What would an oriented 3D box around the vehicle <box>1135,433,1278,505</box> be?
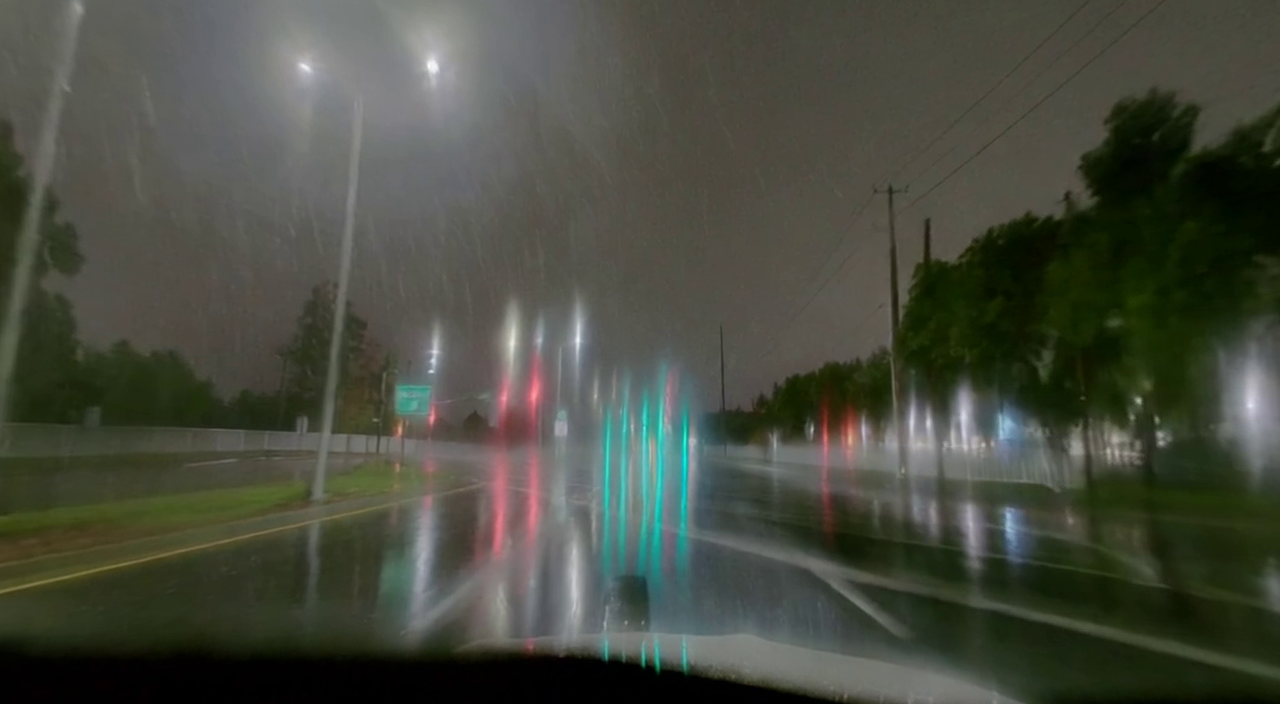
[{"bbox_3d":[15.911,3.254,17.927,1.800,1.840,2.969,-3,-9,17],"label":"vehicle"}]
